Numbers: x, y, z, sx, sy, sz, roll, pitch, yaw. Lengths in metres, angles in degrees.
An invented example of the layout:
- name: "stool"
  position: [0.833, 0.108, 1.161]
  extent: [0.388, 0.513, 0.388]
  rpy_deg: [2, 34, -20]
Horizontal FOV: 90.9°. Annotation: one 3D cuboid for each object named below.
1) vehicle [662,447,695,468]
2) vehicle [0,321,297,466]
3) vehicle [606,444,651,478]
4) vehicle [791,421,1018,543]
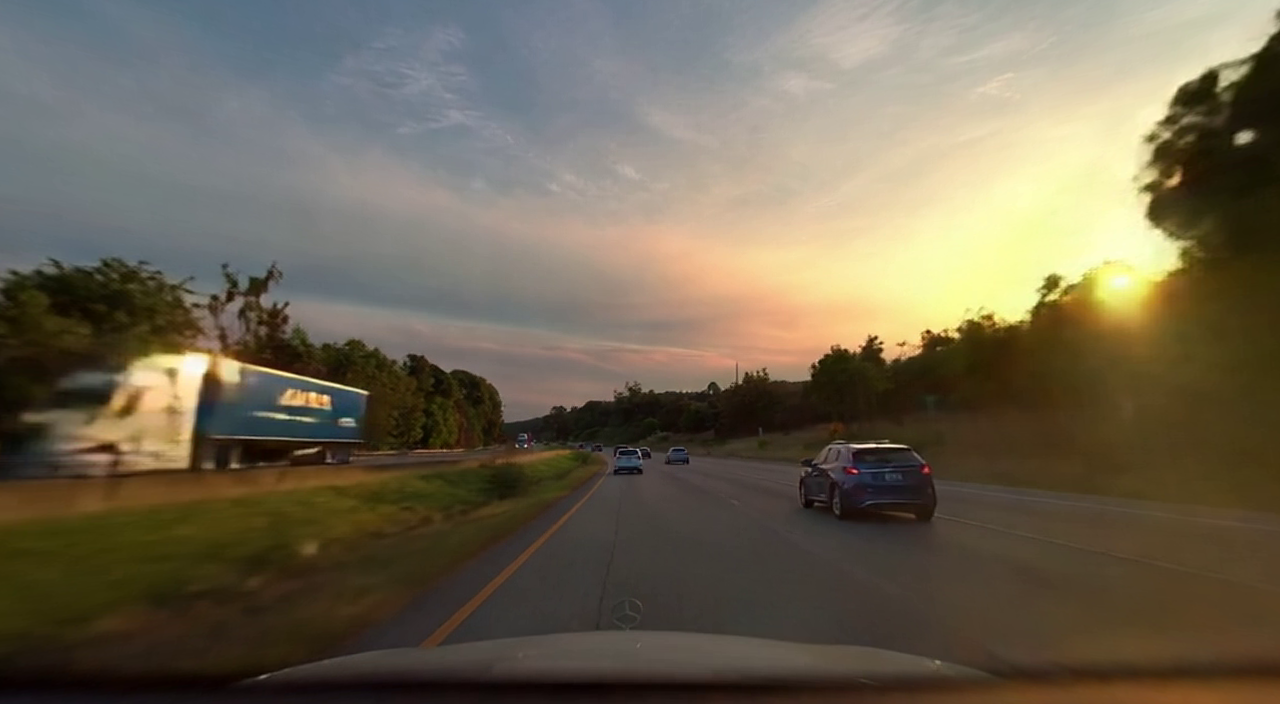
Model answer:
- name: "vehicle"
  position: [2.869, 8.002, 47.990]
  extent: [2.008, 1.504, 4.291]
  rpy_deg: [1, -9, -4]
- name: "vehicle"
  position: [-16.400, 1.936, 22.415]
  extent: [2.892, 4.015, 10.141]
  rpy_deg: [0, -9, -2]
- name: "vehicle"
  position: [-0.577, 5.319, 30.801]
  extent: [2.050, 1.534, 3.771]
  rpy_deg: [0, -9, -2]
- name: "vehicle"
  position: [4.036, 2.059, 10.479]
  extent: [2.013, 1.623, 3.916]
  rpy_deg: [0, -9, -1]
